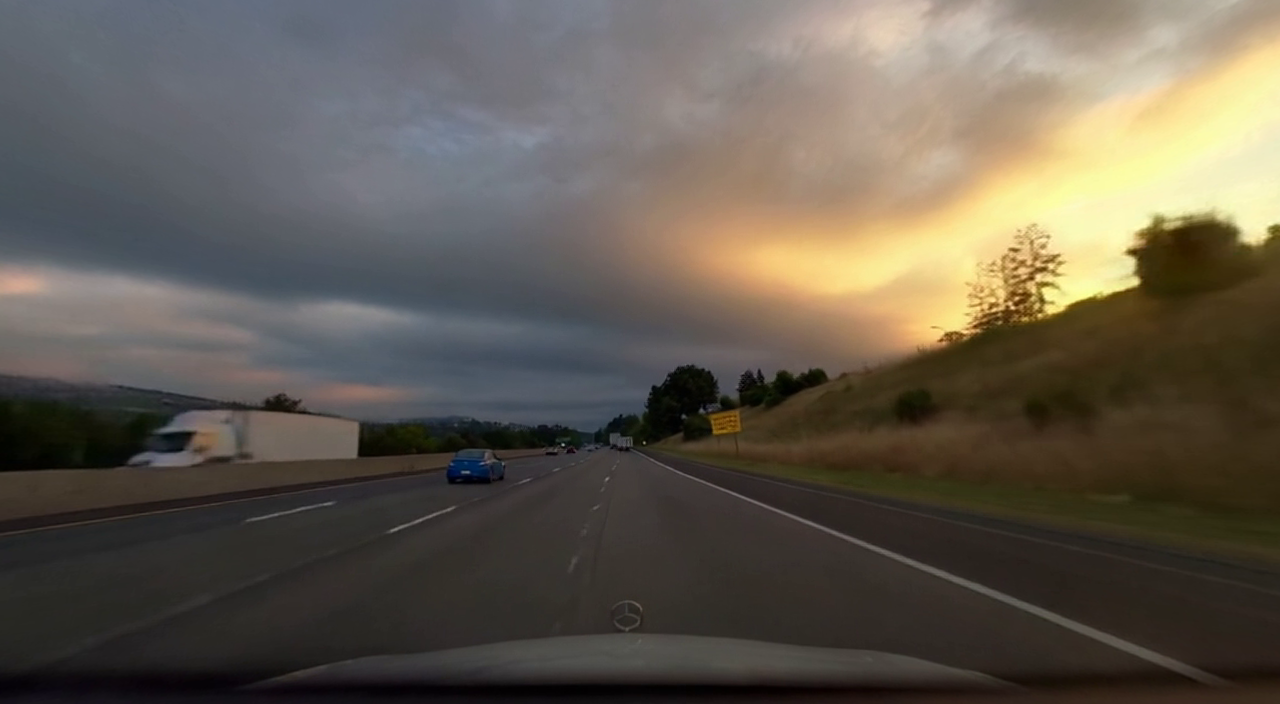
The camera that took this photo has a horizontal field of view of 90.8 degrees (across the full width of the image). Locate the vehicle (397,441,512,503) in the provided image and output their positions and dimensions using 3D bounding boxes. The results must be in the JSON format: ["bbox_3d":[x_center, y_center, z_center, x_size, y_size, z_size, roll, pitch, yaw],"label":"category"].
[{"bbox_3d":[-5.080,3.330,17.913,2.121,1.537,3.852,0,-8,-1],"label":"vehicle"}]

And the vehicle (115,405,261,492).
[{"bbox_3d":[-22.577,4.869,32.057,2.928,3.915,5.990,0,-8,-2],"label":"vehicle"}]
